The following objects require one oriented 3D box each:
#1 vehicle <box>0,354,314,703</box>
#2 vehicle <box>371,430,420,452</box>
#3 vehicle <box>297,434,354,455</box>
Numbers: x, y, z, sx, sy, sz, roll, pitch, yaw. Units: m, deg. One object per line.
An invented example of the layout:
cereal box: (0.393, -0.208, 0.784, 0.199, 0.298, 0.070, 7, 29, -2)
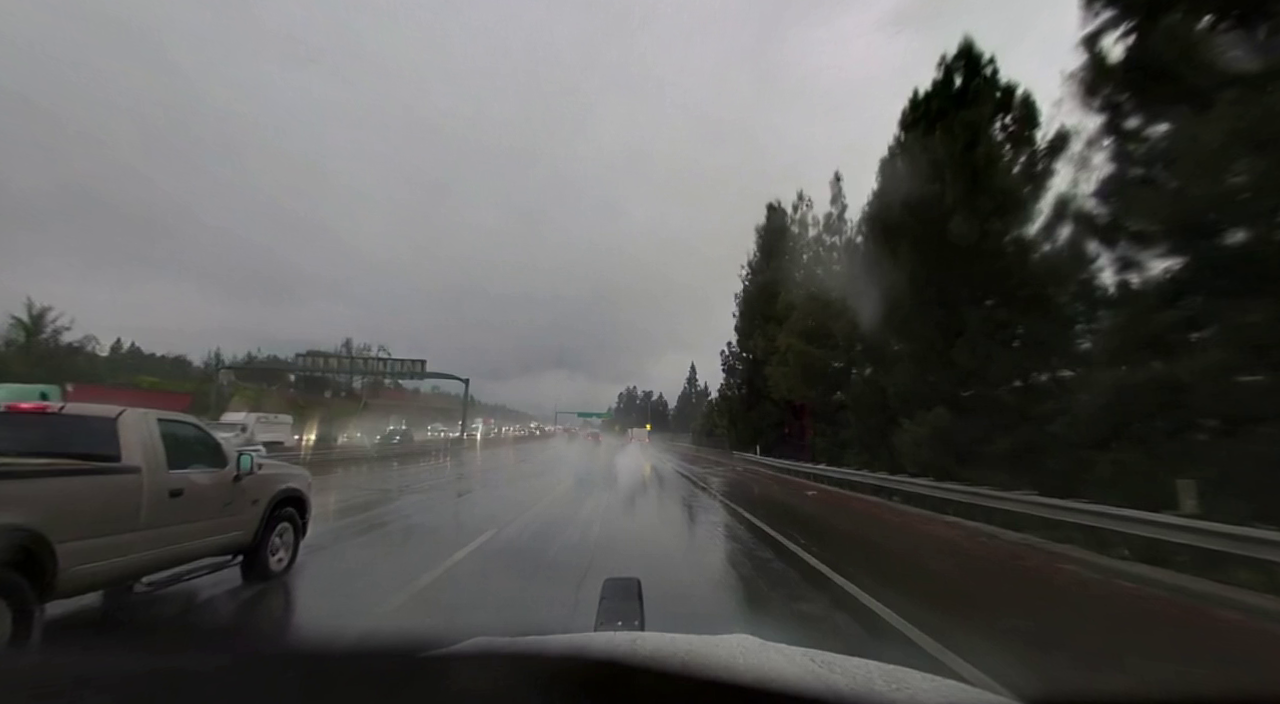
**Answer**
vehicle: (-3.946, 0.903, 3.294, 2.187, 1.639, 4.318, 0, -8, -1)
vehicle: (-18.570, 6.785, 48.118, 2.027, 1.647, 4.378, 0, -8, -1)
vehicle: (-22.759, 6.692, 45.809, 1.892, 1.452, 4.433, 0, -8, -1)
